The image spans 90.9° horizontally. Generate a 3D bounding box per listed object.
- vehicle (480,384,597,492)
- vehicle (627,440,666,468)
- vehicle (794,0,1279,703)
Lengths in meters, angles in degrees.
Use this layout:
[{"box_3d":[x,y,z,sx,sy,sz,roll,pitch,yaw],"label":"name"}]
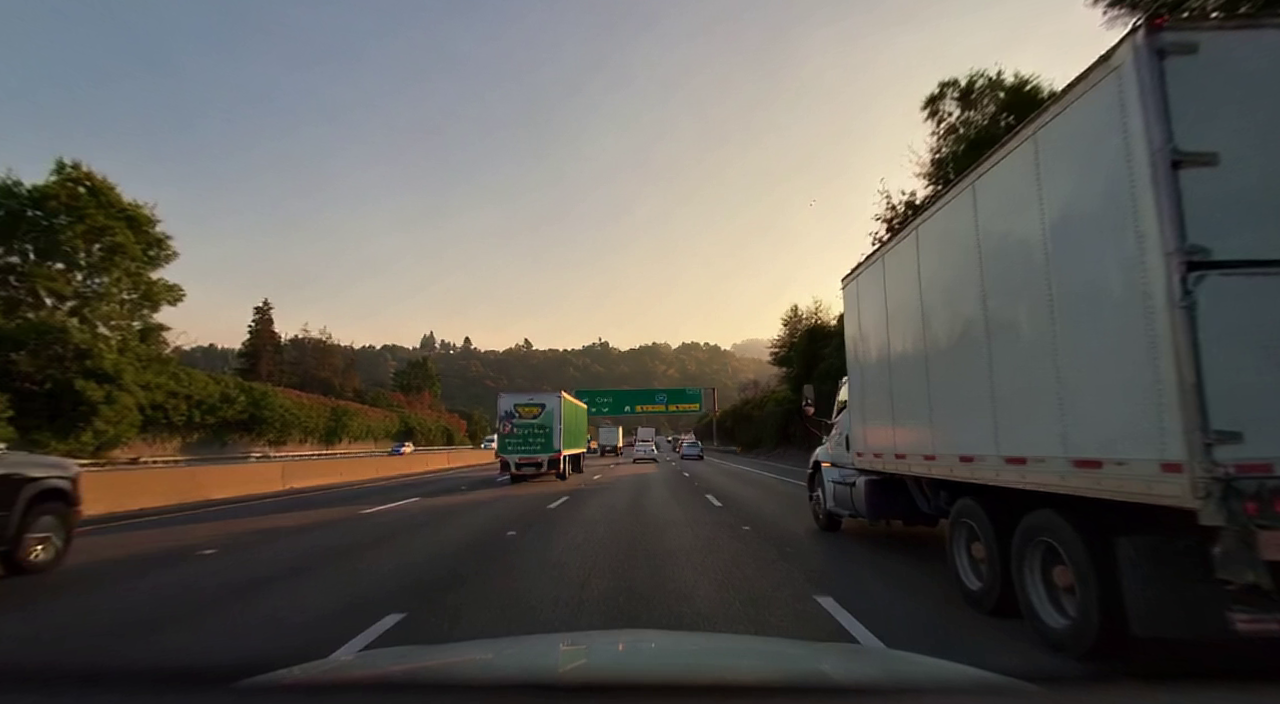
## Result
[{"box_3d":[-3.233,3.081,22.416,2.745,3.156,7.608,0,-8,1],"label":"vehicle"},{"box_3d":[0.352,5.906,36.563,2.105,1.502,4.068,0,-8,0],"label":"vehicle"},{"box_3d":[4.028,0.498,6.574,2.895,3.484,7.631,0,-8,0],"label":"vehicle"}]
